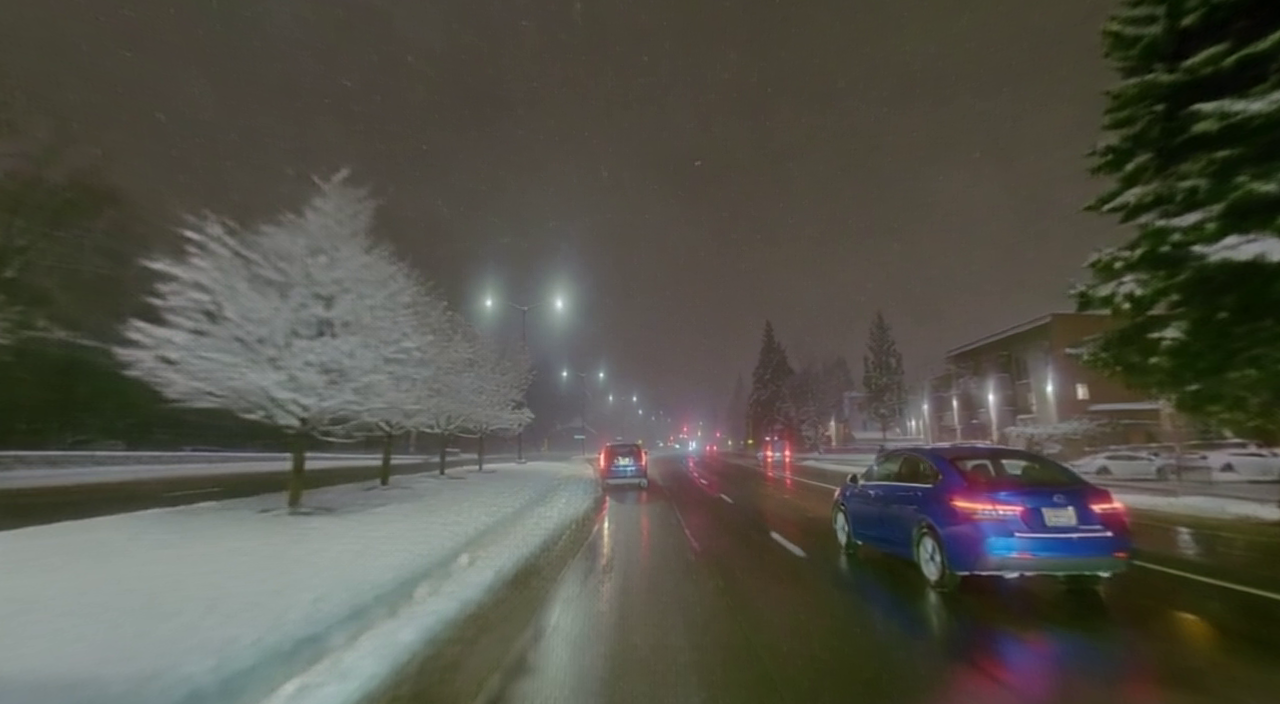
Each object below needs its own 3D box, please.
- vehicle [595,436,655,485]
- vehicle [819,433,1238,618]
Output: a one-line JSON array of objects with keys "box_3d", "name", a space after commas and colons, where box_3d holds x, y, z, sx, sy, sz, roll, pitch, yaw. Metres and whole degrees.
[{"box_3d": [-0.625, 4.132, 24.353, 2.085, 1.693, 4.301, 0, -8, -3], "name": "vehicle"}, {"box_3d": [3.666, 1.683, 7.173, 1.918, 1.418, 4.360, 0, -8, -1], "name": "vehicle"}]
